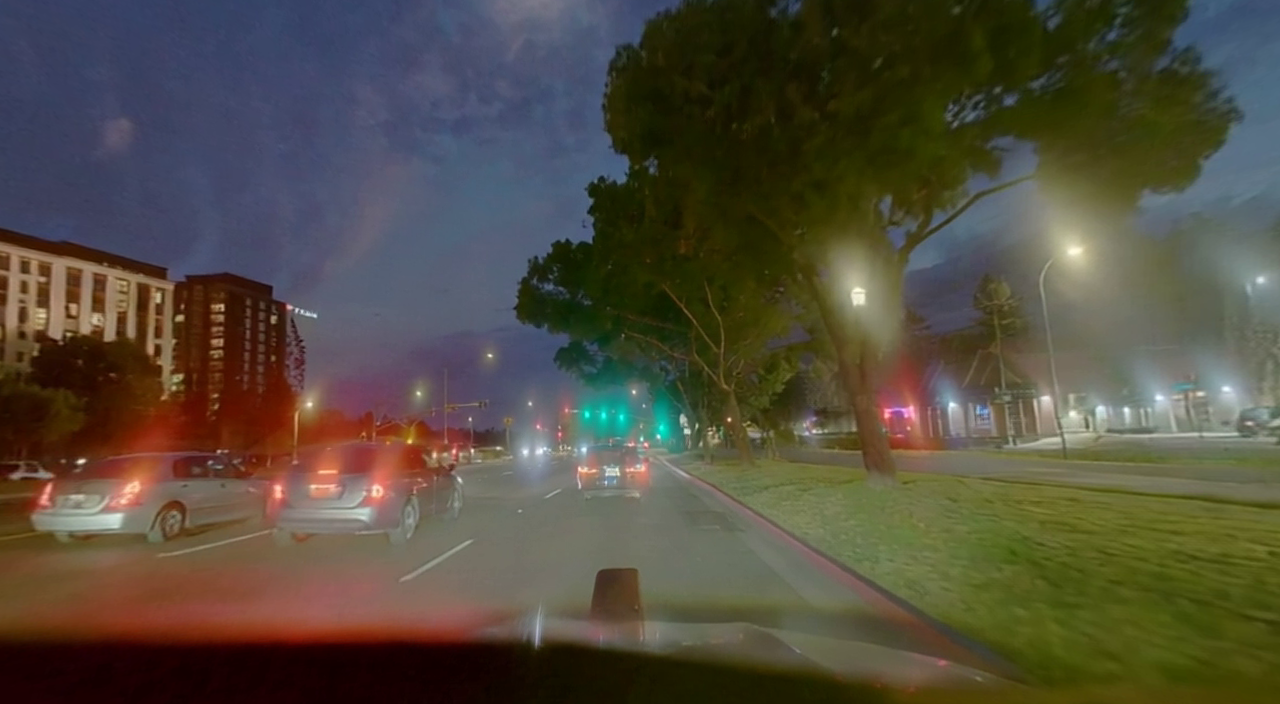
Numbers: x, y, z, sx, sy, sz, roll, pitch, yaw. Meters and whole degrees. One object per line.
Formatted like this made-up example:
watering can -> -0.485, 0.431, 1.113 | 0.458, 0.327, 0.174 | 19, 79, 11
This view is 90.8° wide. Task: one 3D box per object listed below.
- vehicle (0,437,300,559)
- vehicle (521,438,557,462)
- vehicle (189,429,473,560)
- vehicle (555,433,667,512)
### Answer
vehicle -> -7.595, 2.124, 9.985 | 1.906, 1.449, 4.576 | 0, -9, 0
vehicle -> -7.701, 7.524, 48.573 | 2.023, 1.737, 4.569 | 0, -9, 1
vehicle -> -4.230, 2.026, 9.756 | 2.032, 1.515, 4.641 | 0, -9, 0
vehicle -> -0.582, 2.622, 14.158 | 2.099, 1.469, 4.389 | 0, -9, -1
